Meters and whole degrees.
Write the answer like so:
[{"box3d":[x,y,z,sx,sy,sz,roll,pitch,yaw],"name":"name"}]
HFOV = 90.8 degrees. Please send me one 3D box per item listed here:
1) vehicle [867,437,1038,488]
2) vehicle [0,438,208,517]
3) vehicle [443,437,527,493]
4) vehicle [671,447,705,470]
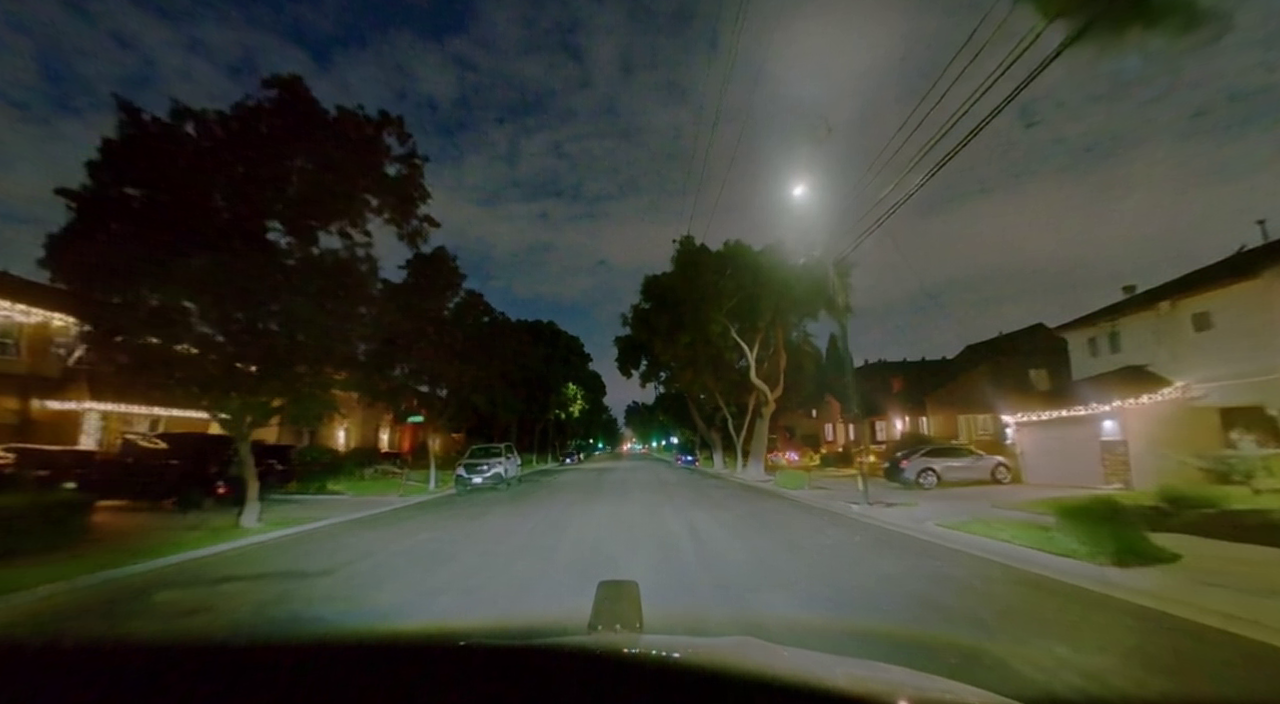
[{"box3d":[9.989,3.545,20.435,4.497,1.564,1.948,0,-9,-3],"name":"vehicle"},{"box3d":[-12.554,2.629,13.532,5.040,1.541,2.042,0,-9,0],"name":"vehicle"},{"box3d":[-6.000,4.444,25.226,2.341,1.942,5.044,0,-9,-3],"name":"vehicle"},{"box3d":[3.458,7.818,46.567,1.996,1.585,4.371,0,-9,-2],"name":"vehicle"}]
